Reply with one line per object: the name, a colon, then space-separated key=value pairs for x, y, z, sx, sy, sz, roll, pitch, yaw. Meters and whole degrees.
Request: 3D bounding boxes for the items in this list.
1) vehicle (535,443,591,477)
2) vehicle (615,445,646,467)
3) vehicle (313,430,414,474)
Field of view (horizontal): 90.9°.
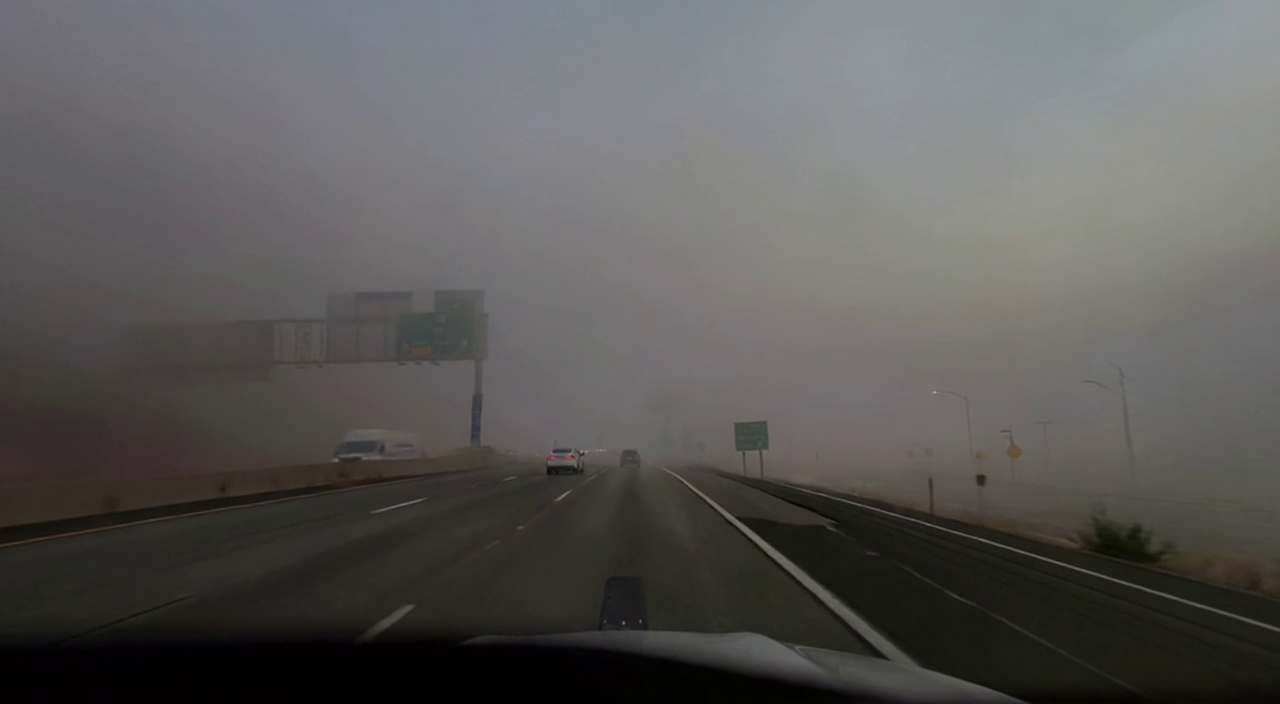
vehicle: x=-3.665 y=5.231 z=30.895 sx=2.067 sy=1.509 sz=4.551 roll=0 pitch=-8 yaw=1
vehicle: x=-0.688 y=7.496 z=45.530 sx=2.100 sy=1.471 sz=3.956 roll=0 pitch=-8 yaw=-1
vehicle: x=-13.510 y=4.911 z=31.328 sx=2.420 sy=1.961 sz=5.675 roll=0 pitch=-8 yaw=0
